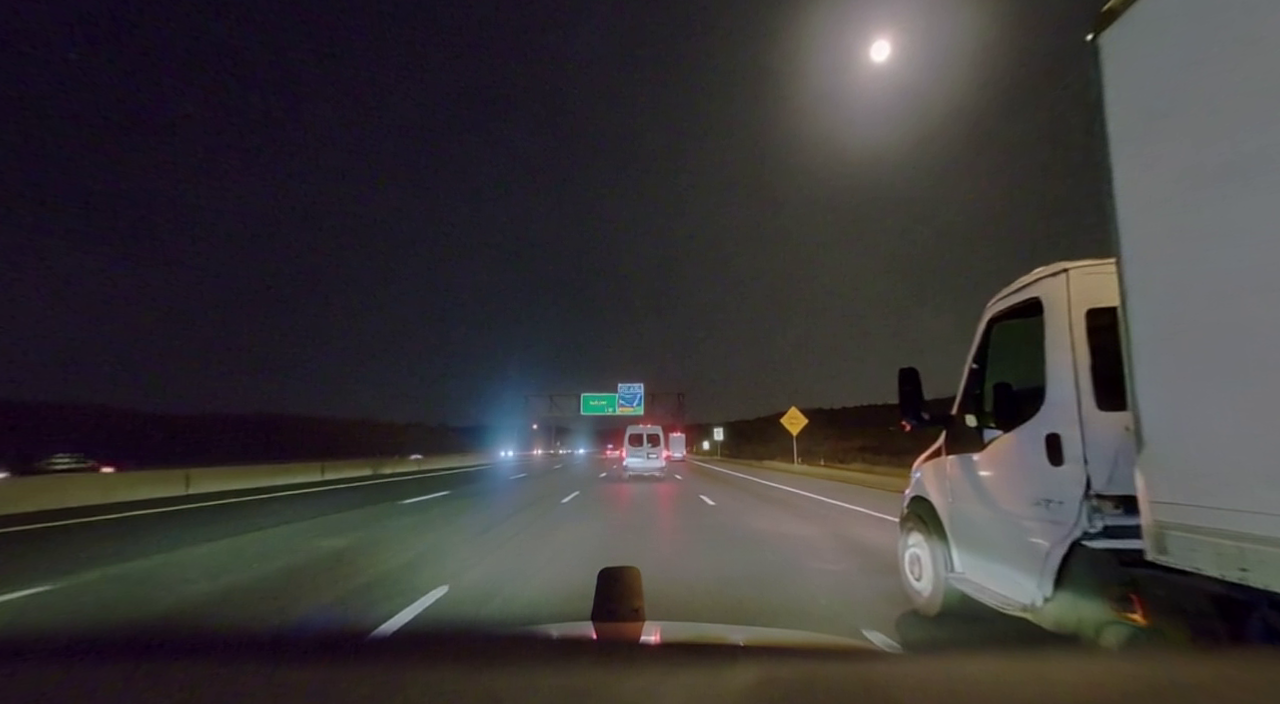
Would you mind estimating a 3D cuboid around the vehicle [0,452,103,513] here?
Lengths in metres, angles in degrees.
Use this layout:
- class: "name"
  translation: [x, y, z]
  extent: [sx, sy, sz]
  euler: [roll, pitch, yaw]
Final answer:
- class: "vehicle"
  translation: [-15.759, 3.198, 15.640]
  extent: [1.685, 1.402, 3.585]
  euler: [0, -9, 0]

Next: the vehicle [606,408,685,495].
- class: "vehicle"
  translation: [0.073, 3.368, 21.498]
  extent: [2.332, 2.558, 5.314]
  euler: [0, -9, -2]
